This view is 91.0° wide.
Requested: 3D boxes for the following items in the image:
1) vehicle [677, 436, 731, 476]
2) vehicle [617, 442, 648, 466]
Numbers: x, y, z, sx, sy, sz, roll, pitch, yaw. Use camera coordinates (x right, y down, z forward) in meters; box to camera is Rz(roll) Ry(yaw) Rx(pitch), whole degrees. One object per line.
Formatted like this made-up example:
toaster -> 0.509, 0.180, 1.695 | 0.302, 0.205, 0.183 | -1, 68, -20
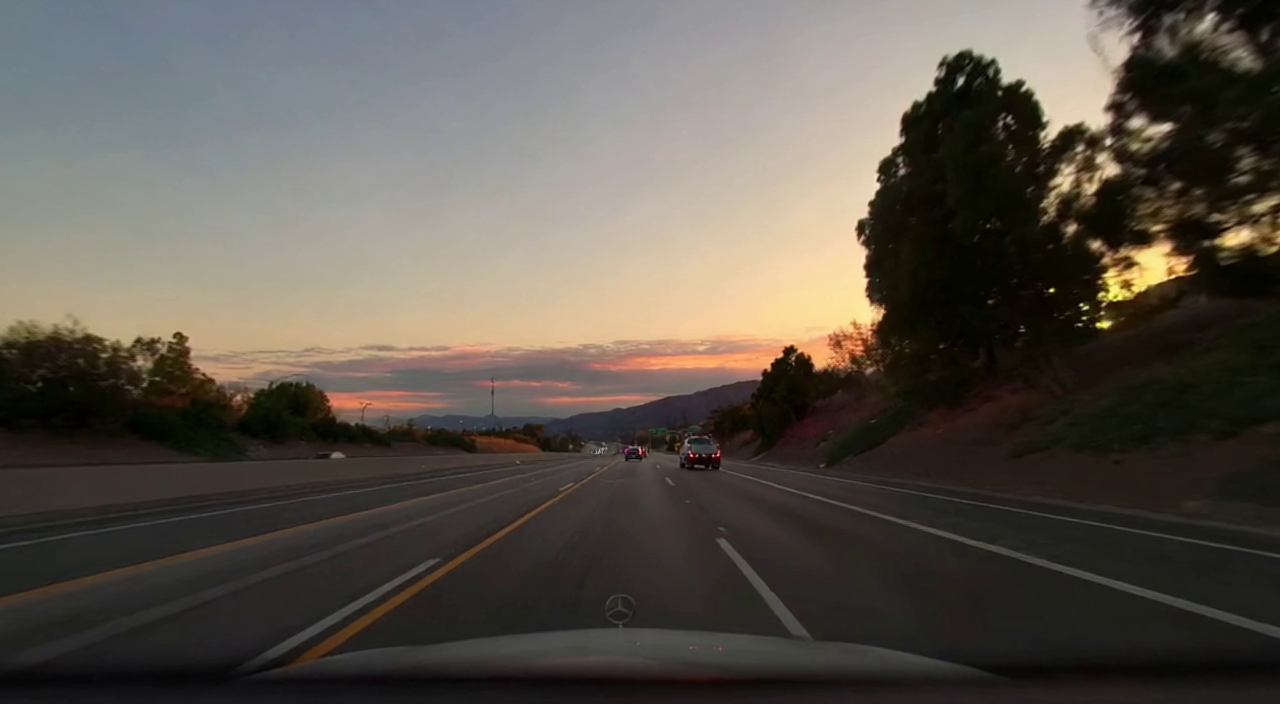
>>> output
vehicle -> 3.190, 5.326, 32.426 | 2.269, 1.839, 4.554 | 0, -9, -1
vehicle -> -0.514, 7.496, 46.250 | 2.142, 1.664, 4.076 | 0, -9, 0
